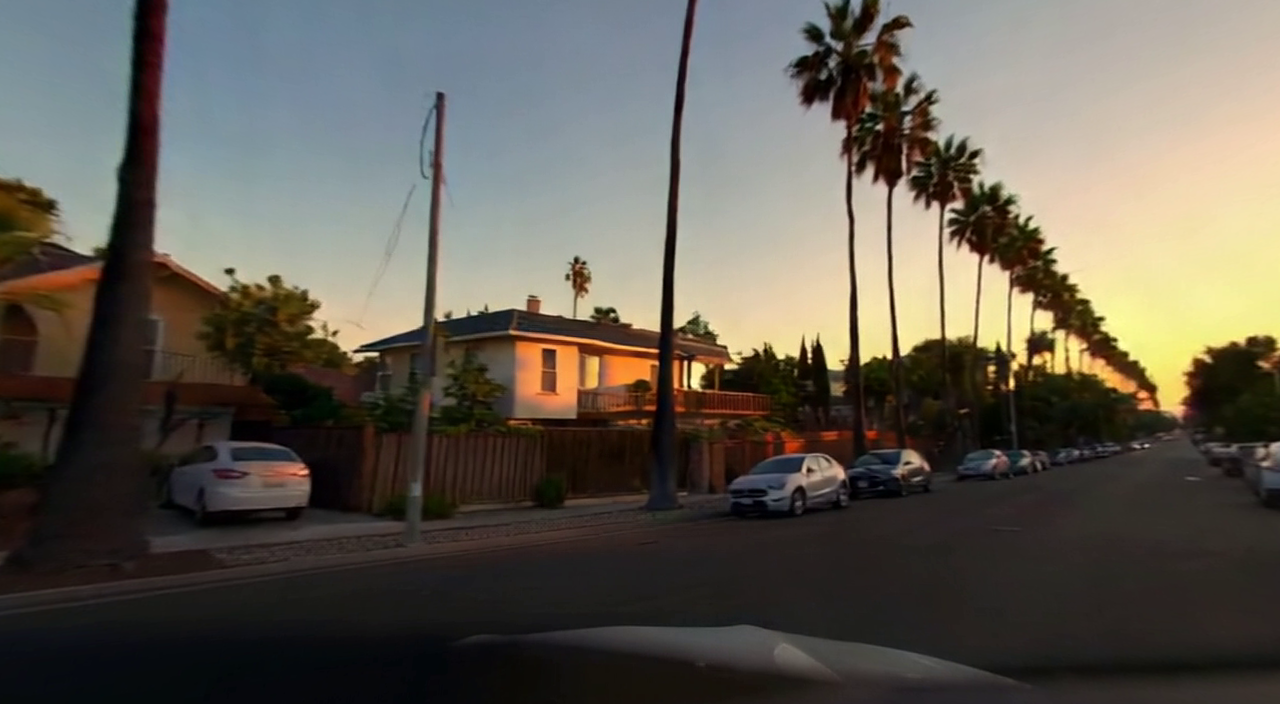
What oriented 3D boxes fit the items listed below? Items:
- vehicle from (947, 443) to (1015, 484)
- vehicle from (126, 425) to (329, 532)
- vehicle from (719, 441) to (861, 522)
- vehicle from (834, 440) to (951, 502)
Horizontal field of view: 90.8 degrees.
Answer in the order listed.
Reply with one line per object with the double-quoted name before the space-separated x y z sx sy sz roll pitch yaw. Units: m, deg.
"vehicle" 16.658 5.393 30.765 1.947 1.803 4.381 -8 -12 38
"vehicle" -7.863 2.275 11.927 4.057 1.630 2.134 -8 -11 42
"vehicle" 3.755 3.048 15.449 1.816 1.697 3.777 -7 -11 39
"vehicle" 8.669 3.918 21.391 2.020 1.819 5.168 -8 -11 40
